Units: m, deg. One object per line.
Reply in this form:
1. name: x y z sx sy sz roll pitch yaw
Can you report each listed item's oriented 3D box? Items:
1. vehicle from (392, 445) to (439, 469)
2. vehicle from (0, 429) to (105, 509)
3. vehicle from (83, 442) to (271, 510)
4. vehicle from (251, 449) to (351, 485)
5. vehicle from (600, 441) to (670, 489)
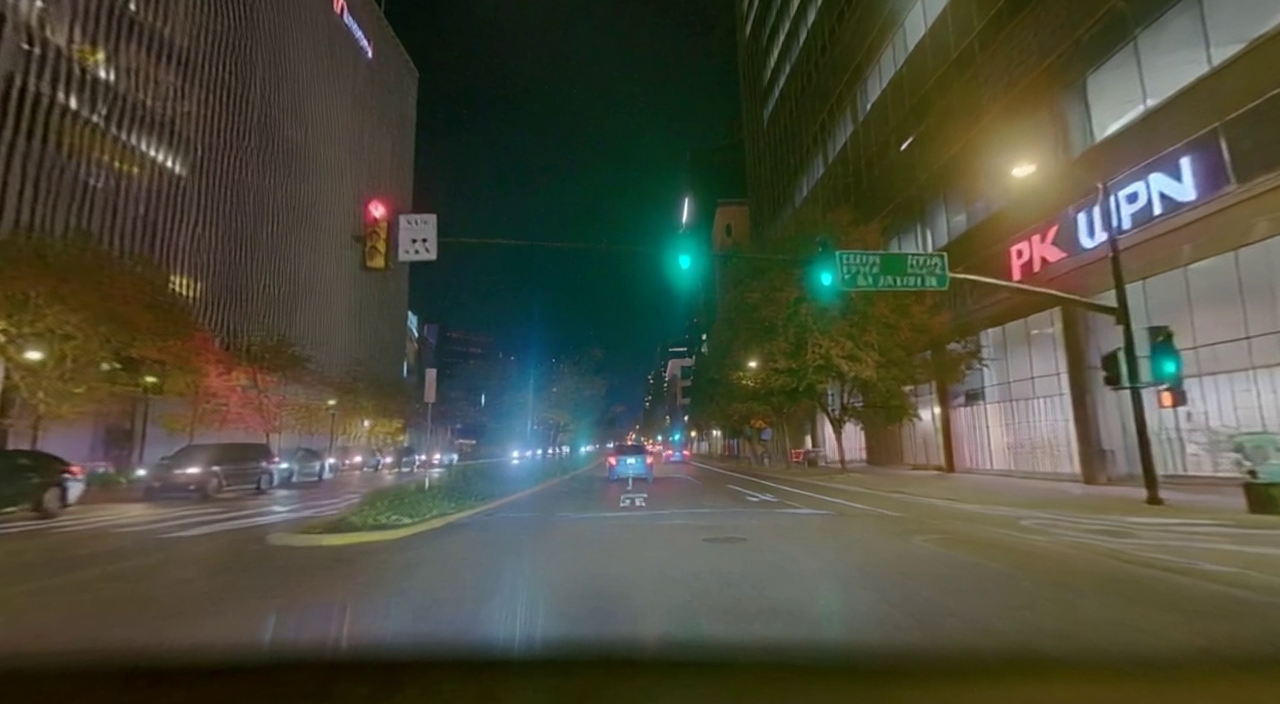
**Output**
1. vehicle: -17.186 8.019 48.617 2.055 1.577 4.710 -4 -8 -2
2. vehicle: -15.663 2.774 14.800 2.119 1.815 4.795 -3 -8 -1
3. vehicle: -12.315 3.271 17.245 2.000 1.507 4.286 -2 -8 -2
4. vehicle: -16.215 5.506 30.618 2.017 1.315 5.374 -5 -8 -1
5. vehicle: -0.181 3.828 21.824 2.144 1.398 3.963 2 -8 -1
